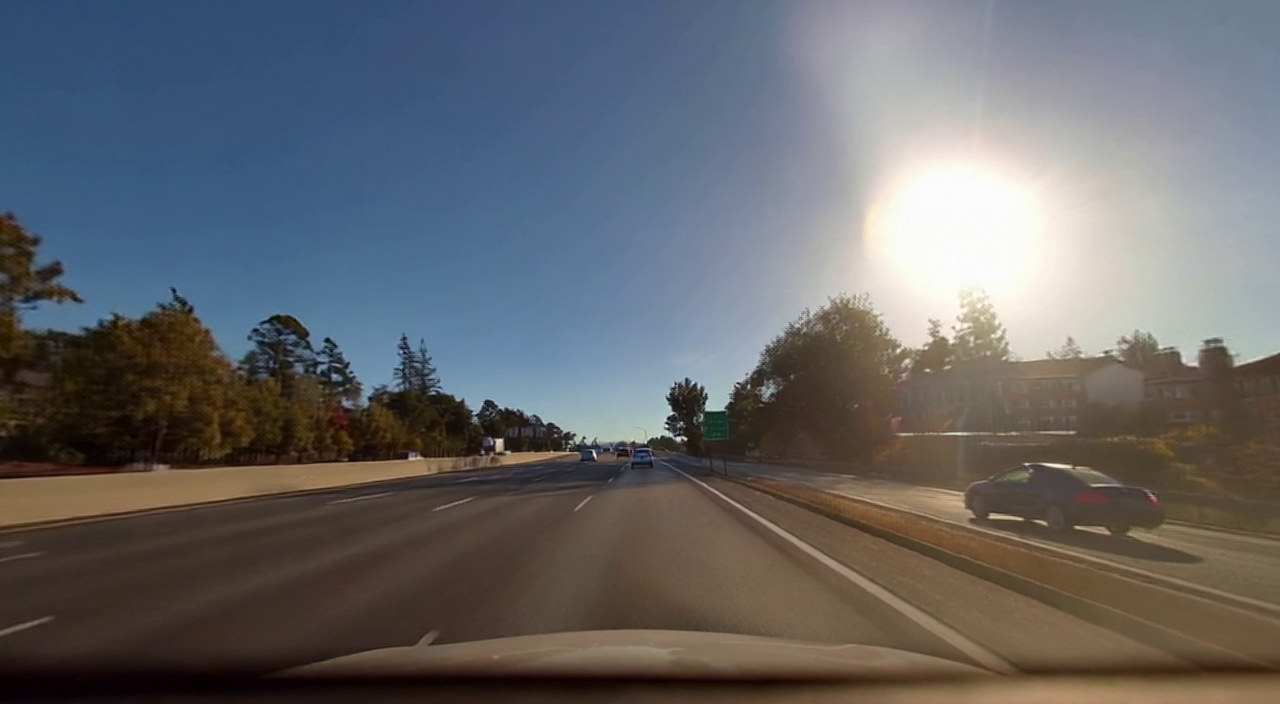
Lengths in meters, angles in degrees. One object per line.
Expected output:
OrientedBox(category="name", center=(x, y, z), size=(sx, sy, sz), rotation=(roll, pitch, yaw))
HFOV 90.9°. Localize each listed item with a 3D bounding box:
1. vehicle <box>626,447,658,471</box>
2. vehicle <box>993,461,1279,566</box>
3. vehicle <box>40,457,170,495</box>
OrientedBox(category="vehicle", center=(0.155, 7.153, 42.324), size=(2.051, 1.443, 3.770), rotation=(0, -8, 0))
OrientedBox(category="vehicle", center=(12.182, 3.837, 15.984), size=(2.599, 1.962, 5.759), rotation=(1, -8, -7))
OrientedBox(category="vehicle", center=(-23.572, 5.446, 28.043), size=(2.029, 1.448, 4.262), rotation=(0, -8, 1))
